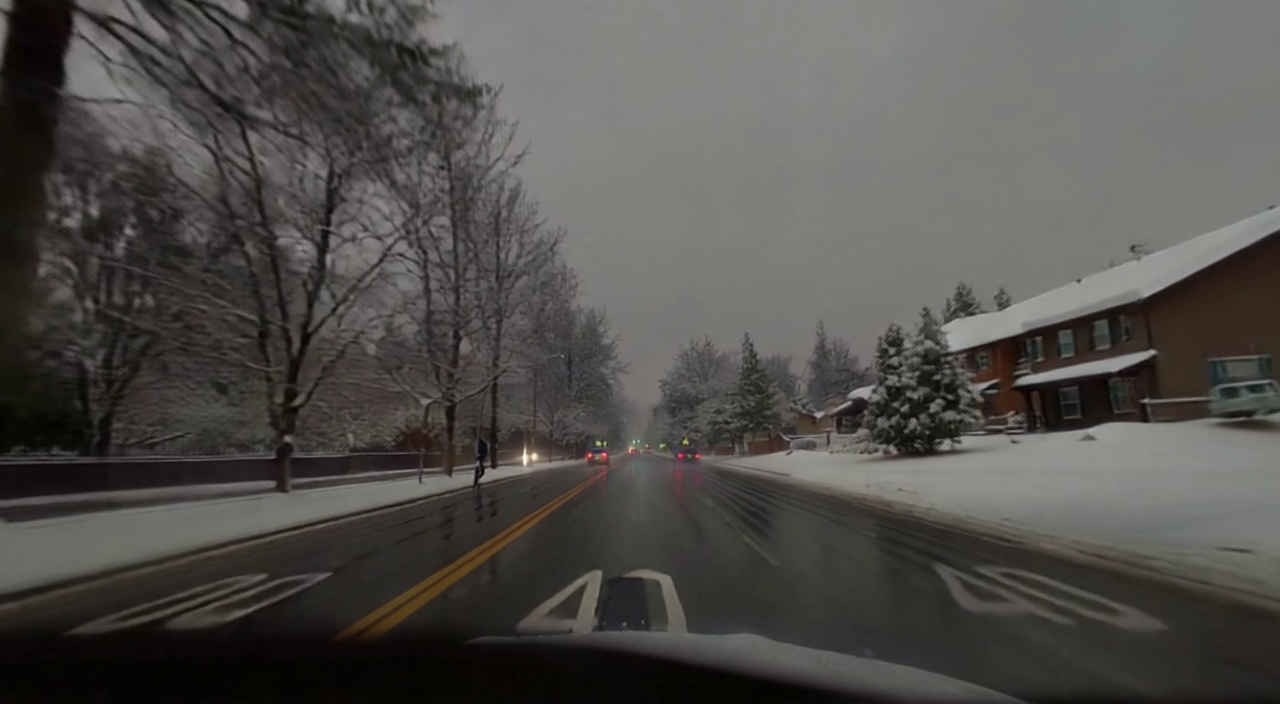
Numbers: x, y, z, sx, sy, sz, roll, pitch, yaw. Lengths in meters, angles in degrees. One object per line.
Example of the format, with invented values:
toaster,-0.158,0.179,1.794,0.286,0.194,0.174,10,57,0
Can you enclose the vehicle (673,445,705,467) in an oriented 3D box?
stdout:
vehicle,3.535,7.608,46.402,1.992,1.511,4.464,0,-9,0
